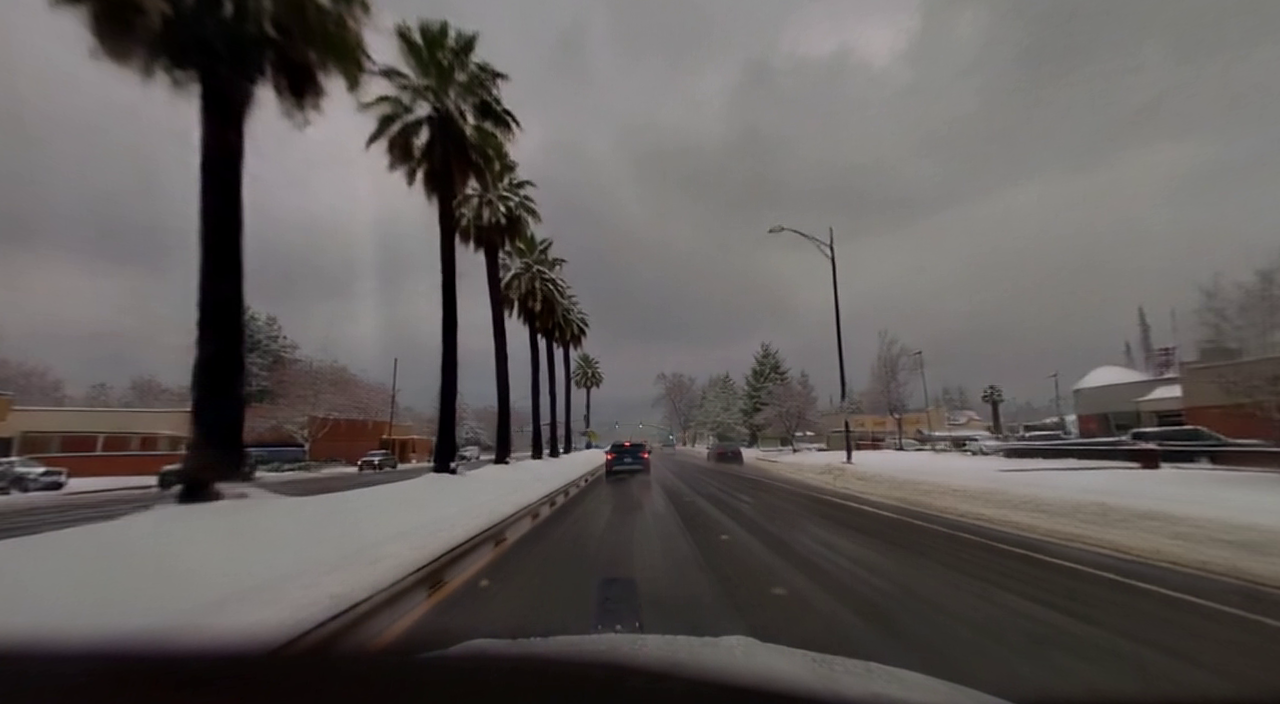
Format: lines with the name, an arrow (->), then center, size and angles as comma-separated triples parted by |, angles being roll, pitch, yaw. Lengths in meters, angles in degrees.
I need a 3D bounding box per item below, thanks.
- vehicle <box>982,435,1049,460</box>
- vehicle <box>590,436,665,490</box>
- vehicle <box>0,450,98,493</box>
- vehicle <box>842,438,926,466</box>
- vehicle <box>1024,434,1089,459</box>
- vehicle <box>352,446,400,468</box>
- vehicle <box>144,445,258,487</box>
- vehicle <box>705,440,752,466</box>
vehicle -> 26.918, 6.885, 45.483 | 2.045, 1.690, 4.761 | 0, -9, 4
vehicle -> -0.352, 3.454, 19.898 | 2.106, 1.496, 3.964 | 0, -9, 0
vehicle -> -27.018, 5.249, 28.118 | 1.934, 1.736, 4.341 | 0, -9, -1
vehicle -> 15.340, 6.293, 39.810 | 4.358, 1.732, 2.129 | 1, -9, -3
vehicle -> 29.746, 6.786, 45.299 | 1.890, 1.640, 4.064 | 0, -9, 1
vehicle -> -19.605, 7.799, 47.102 | 1.862, 1.606, 4.071 | 0, -9, -1
vehicle -> -19.253, 4.991, 27.997 | 2.021, 1.666, 4.247 | 0, -9, -1
vehicle -> 5.664, 6.574, 41.219 | 2.244, 1.618, 4.585 | 0, -9, -2
